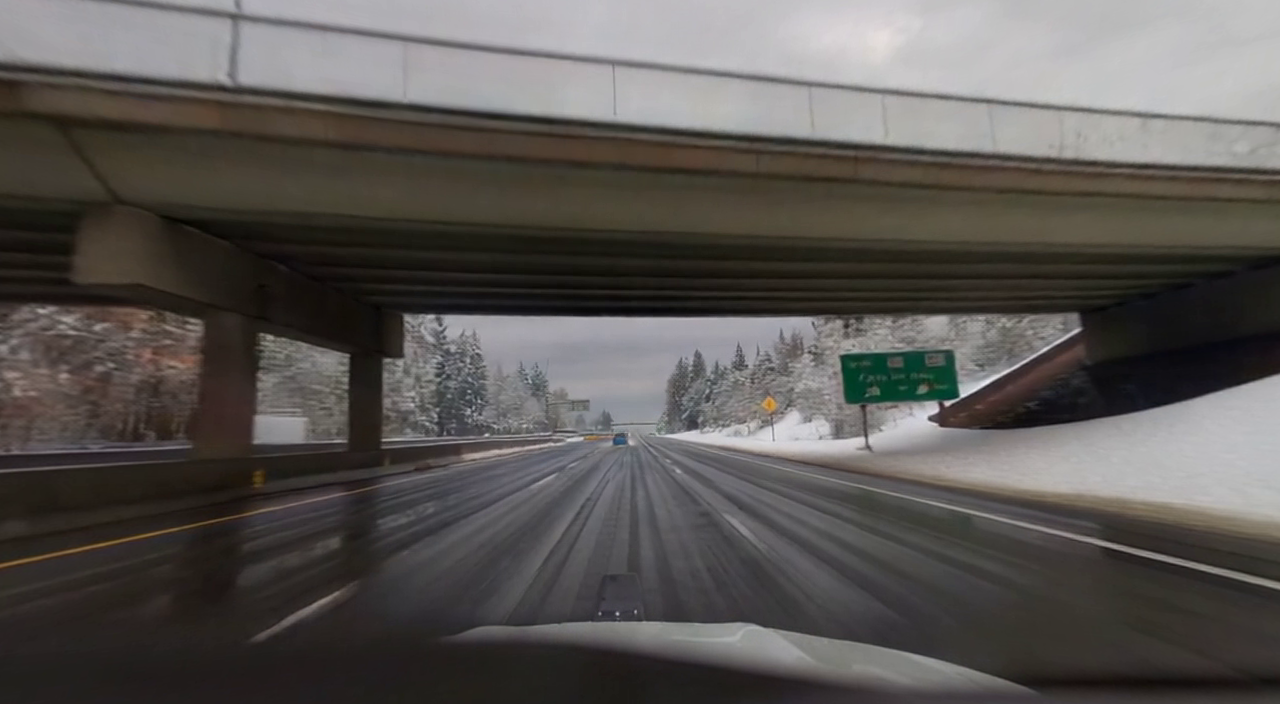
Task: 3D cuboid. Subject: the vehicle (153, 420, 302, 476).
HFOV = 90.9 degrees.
[{"bbox_3d":[-13.182,3.090,20.532,1.869,1.601,4.415,0,-8,0],"label":"vehicle"}]
